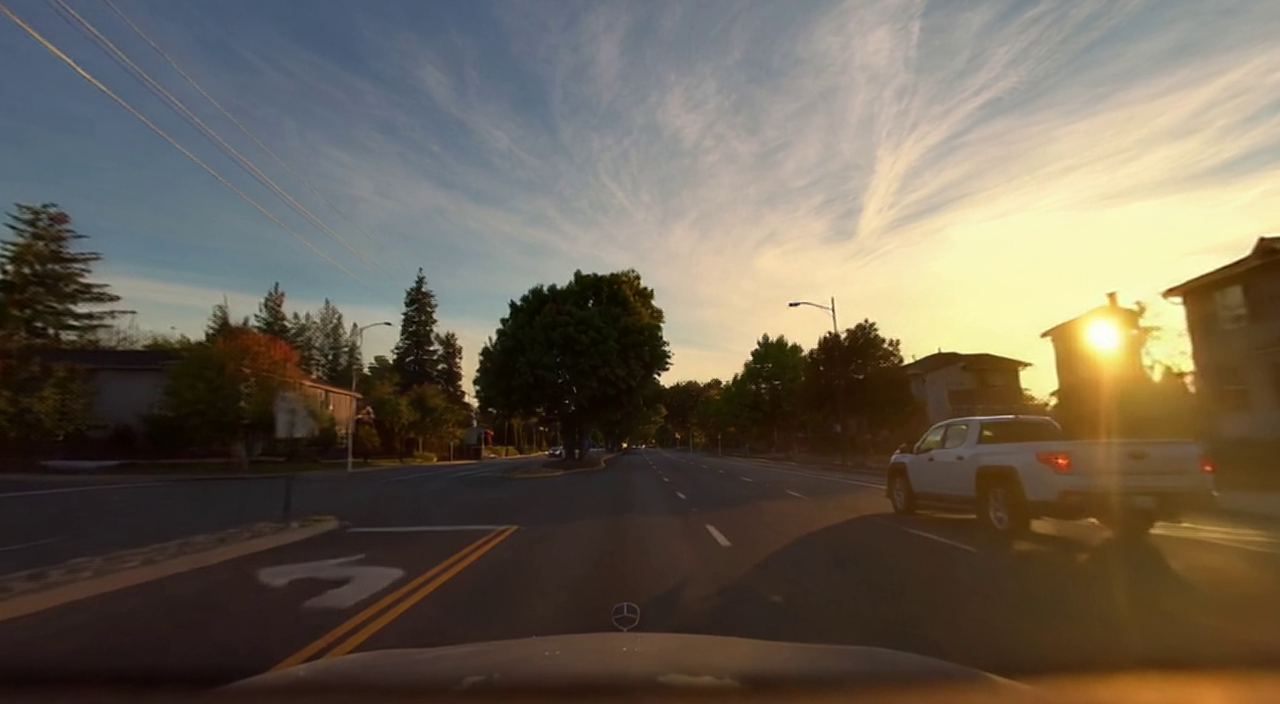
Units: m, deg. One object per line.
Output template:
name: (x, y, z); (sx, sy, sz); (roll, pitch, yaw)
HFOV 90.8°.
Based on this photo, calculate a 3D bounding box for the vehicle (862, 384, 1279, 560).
vehicle: (5.997, 1.786, 10.191); (2.493, 1.956, 6.125); (0, -8, -1)
